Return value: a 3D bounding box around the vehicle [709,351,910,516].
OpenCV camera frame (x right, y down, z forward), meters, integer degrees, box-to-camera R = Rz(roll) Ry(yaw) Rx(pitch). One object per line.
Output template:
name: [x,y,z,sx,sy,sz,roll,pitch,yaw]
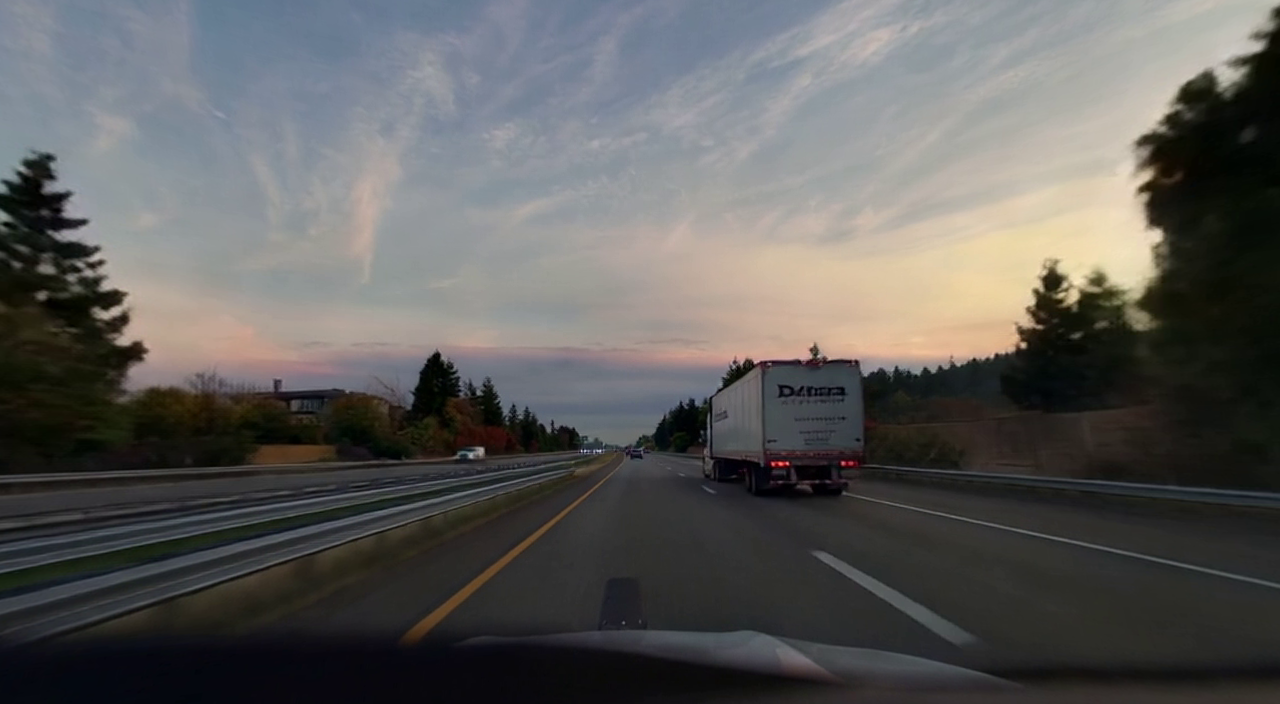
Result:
vehicle: [4.152,2.574,18.992,2.876,3.419,11.591,0,-9,0]
